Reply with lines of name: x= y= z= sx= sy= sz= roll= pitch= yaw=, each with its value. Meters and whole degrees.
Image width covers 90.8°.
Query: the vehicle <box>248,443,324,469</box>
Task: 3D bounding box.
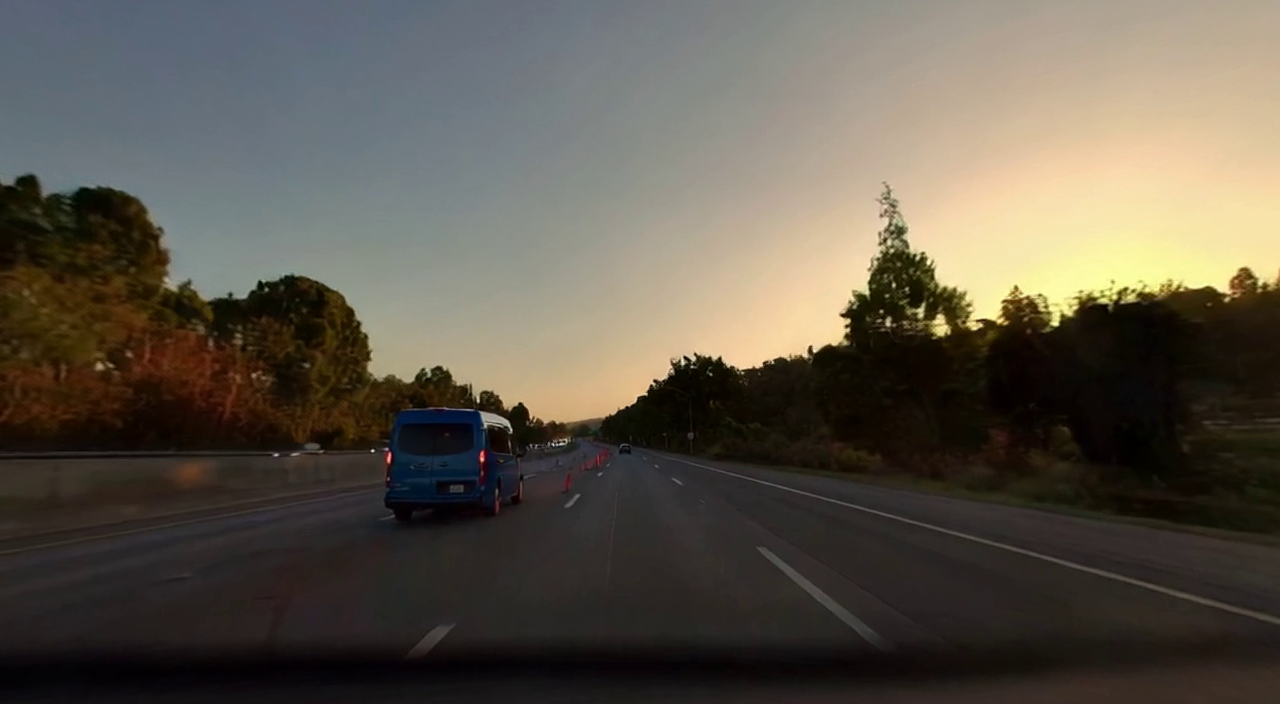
vehicle: x=-20.416 y=6.004 z=36.639 sx=1.836 sy=1.431 sz=4.297 roll=0 pitch=-9 yaw=1

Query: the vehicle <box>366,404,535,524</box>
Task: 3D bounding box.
vehicle: x=-3.519 y=2.196 z=12.785 sx=2.046 sy=1.982 sz=4.465 roll=0 pitch=-9 yaw=-1
